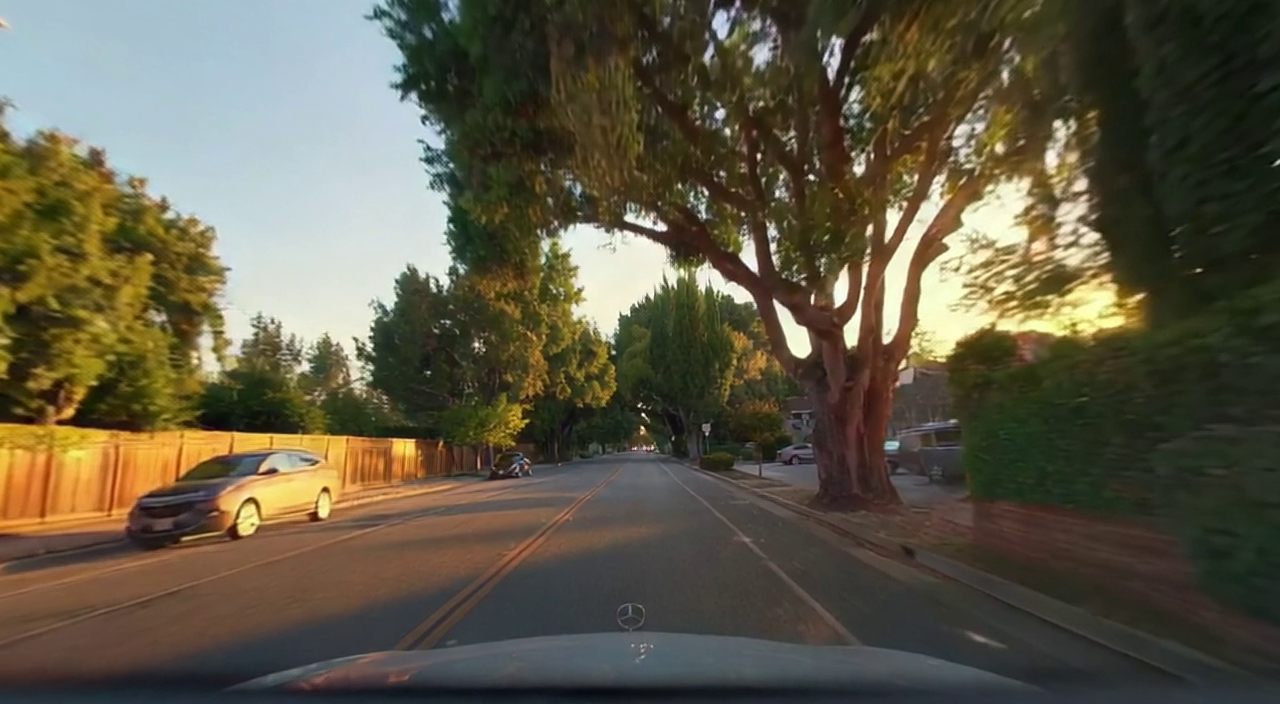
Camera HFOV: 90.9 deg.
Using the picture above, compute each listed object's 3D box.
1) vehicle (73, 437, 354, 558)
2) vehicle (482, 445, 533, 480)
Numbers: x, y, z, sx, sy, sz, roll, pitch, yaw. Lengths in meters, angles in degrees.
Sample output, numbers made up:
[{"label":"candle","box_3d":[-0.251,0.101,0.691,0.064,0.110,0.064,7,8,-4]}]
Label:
[{"label":"vehicle","box_3d":[-7.477,2.507,11.807,1.999,1.714,4.517,-3,-8,3]},{"label":"vehicle","box_3d":[-7.537,6.280,36.188,1.945,1.760,4.021,-3,-8,2]}]
